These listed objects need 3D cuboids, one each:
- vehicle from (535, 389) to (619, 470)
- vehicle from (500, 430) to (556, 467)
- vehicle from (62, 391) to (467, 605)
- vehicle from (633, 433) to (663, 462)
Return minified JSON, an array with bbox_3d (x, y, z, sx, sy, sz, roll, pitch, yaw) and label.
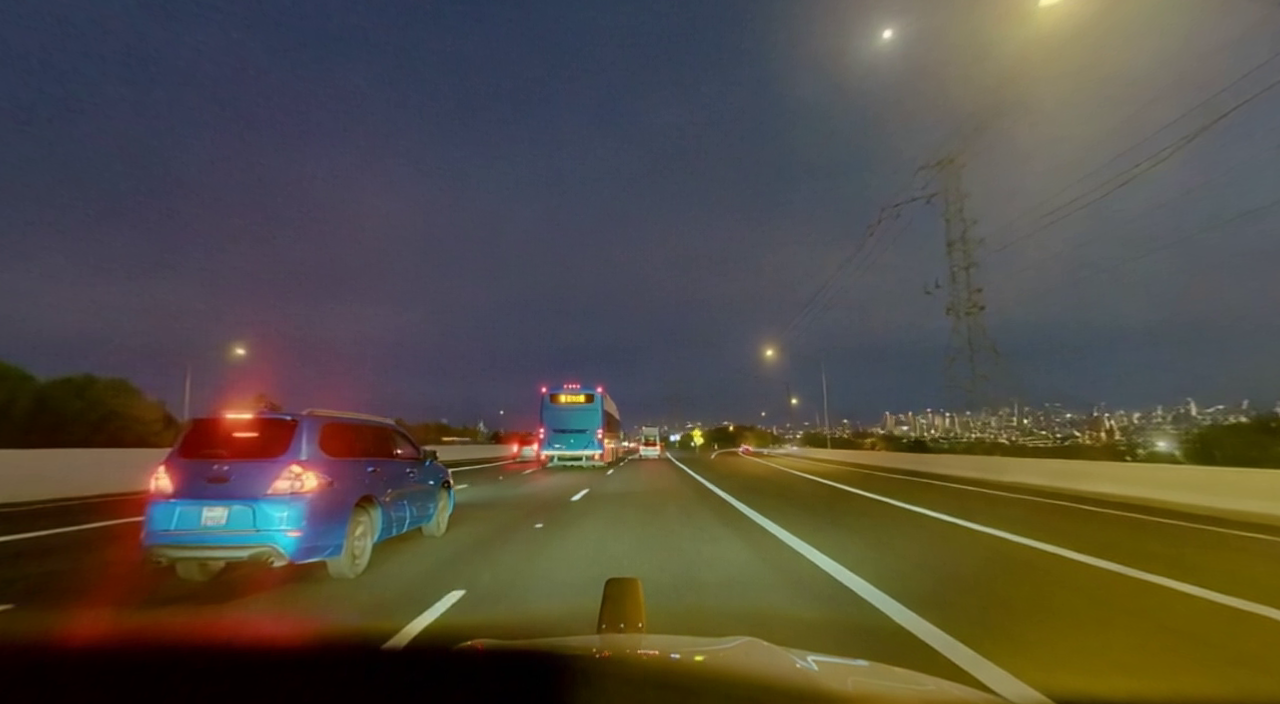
[{"bbox_3d":[-3.153,4.537,35.532,3.382,3.712,11.766,1,-9,1],"label":"vehicle"},{"bbox_3d":[-6.881,6.034,39.400,2.282,2.116,6.030,0,-8,1],"label":"vehicle"},{"bbox_3d":[-3.664,1.507,7.331,2.021,1.730,4.223,0,-8,1],"label":"vehicle"},{"bbox_3d":[0.575,6.974,46.131,2.083,2.001,4.782,0,-8,0],"label":"vehicle"}]
